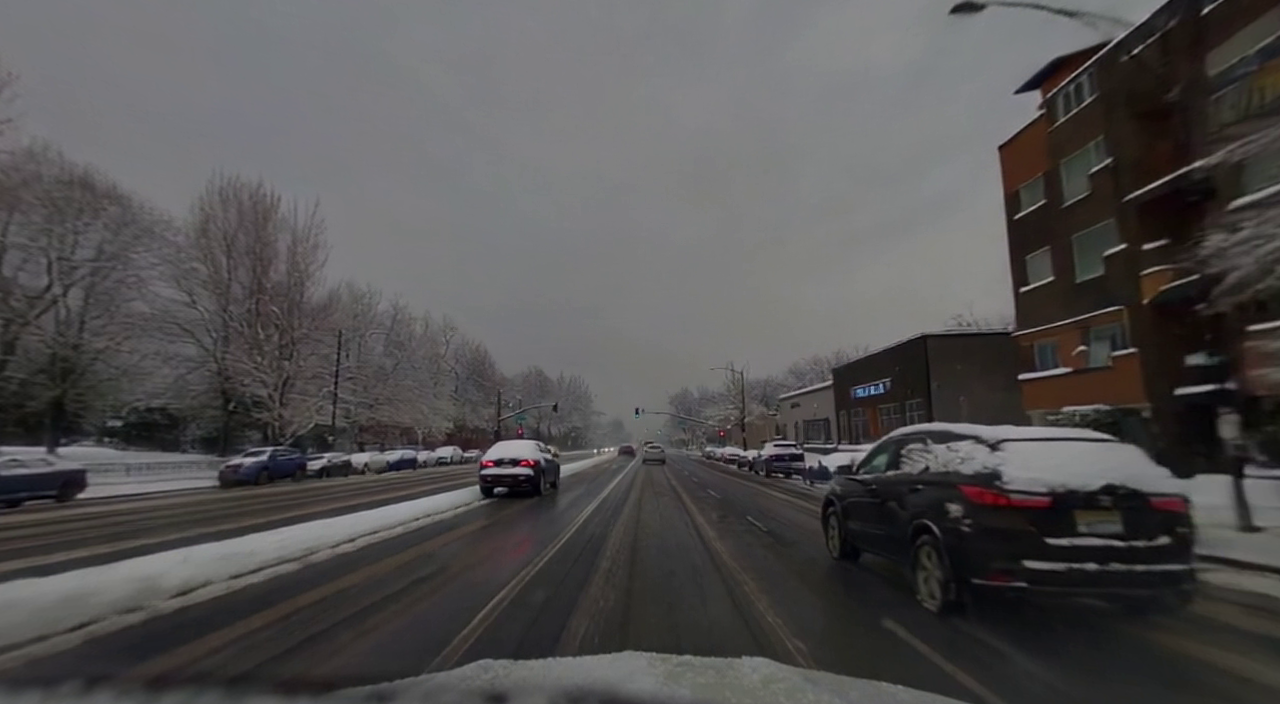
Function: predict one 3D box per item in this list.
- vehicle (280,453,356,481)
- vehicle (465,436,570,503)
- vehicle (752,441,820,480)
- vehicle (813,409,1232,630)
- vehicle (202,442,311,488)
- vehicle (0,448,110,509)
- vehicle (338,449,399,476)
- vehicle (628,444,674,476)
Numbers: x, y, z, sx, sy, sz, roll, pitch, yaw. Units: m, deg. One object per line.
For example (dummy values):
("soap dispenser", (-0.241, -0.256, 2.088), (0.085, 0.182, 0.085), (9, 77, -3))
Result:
("vehicle", (-16.747, 5.993, 33.038), (1.668, 1.298, 4.337), (0, -9, 1))
("vehicle", (-3.048, 3.008, 16.576), (1.860, 1.510, 4.073), (0, -9, 1))
("vehicle", (7.248, 5.446, 31.865), (2.207, 1.789, 5.099), (0, -9, 0))
("vehicle", (3.404, 1.544, 6.733), (1.987, 1.637, 3.896), (0, -9, 0))
("vehicle", (-16.795, 4.922, 27.916), (2.089, 1.756, 4.486), (-2, -8, -1))
("vehicle", (-17.127, 3.390, 16.899), (1.915, 1.497, 4.445), (-2, -8, 1))
("vehicle", (-16.719, 6.819, 39.041), (1.854, 1.466, 4.377), (-2, -8, 0))
("vehicle", (0.535, 5.348, 31.547), (2.103, 1.468, 4.094), (0, -9, 1))
